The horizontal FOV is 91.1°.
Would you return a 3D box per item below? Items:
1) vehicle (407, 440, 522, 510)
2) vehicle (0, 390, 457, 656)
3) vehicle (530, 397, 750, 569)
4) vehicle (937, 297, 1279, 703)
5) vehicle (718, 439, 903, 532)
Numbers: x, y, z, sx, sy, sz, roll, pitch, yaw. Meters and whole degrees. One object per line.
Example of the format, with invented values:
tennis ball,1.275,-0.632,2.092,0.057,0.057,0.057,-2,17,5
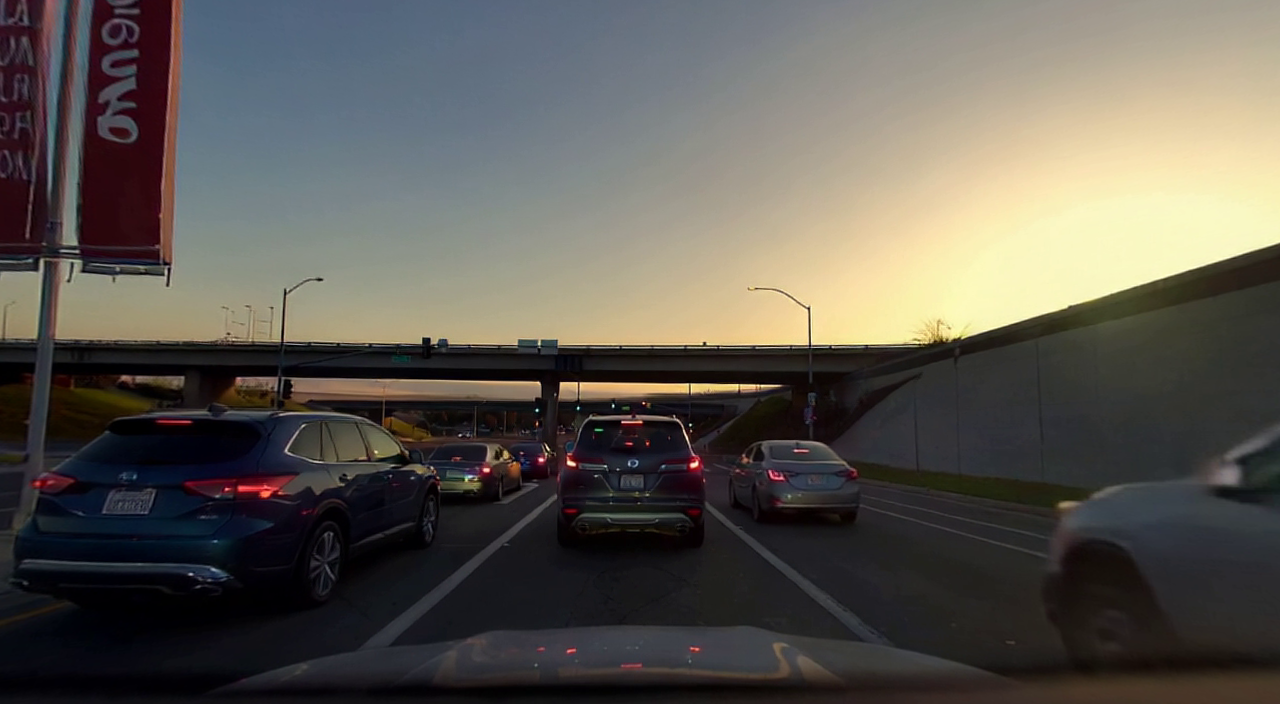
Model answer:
vehicle,-4.158,2.940,15.442,1.797,1.505,3.506,0,-9,0
vehicle,-3.499,1.427,6.273,2.039,1.709,4.265,0,-9,0
vehicle,-0.082,1.771,9.211,2.409,1.864,4.471,0,-9,-2
vehicle,3.182,0.725,2.146,2.016,1.804,4.681,0,-9,0
vehicle,3.057,2.523,12.626,2.228,1.472,4.939,0,-9,-1
